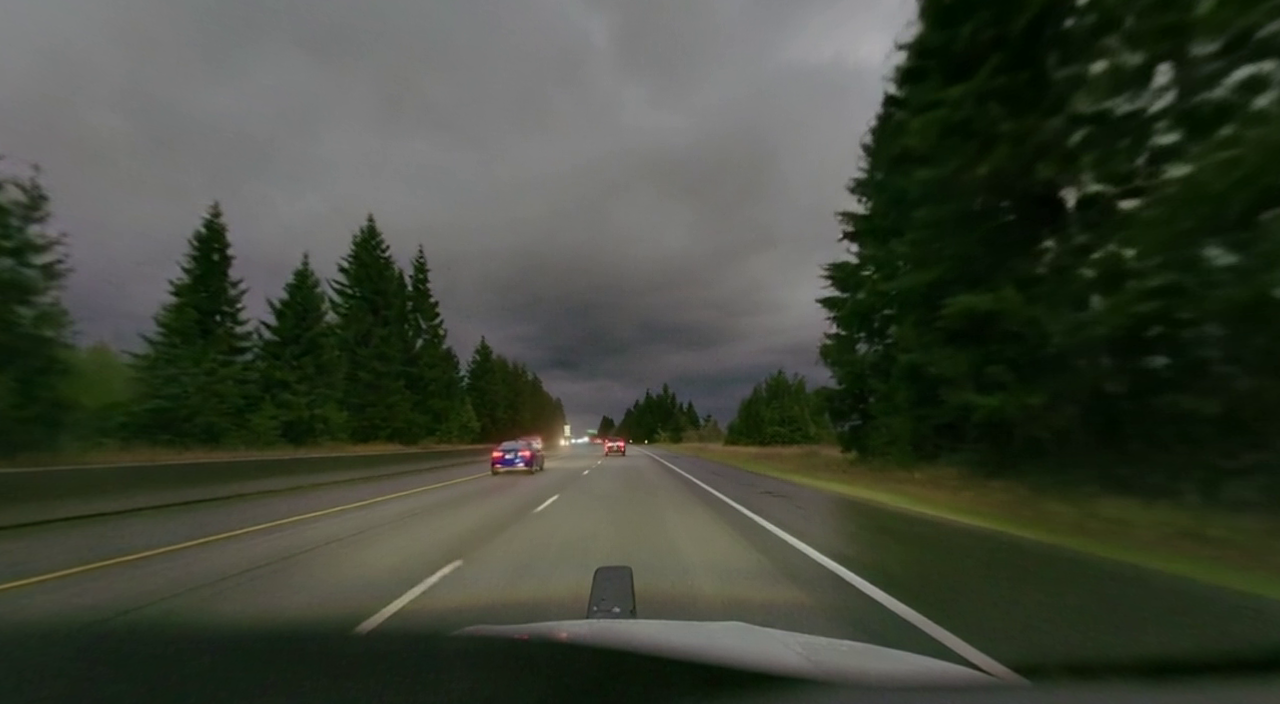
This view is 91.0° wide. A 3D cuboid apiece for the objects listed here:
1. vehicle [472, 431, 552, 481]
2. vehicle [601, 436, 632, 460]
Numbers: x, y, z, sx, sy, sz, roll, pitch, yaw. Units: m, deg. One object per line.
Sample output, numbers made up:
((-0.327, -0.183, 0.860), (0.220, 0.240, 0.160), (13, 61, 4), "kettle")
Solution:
((-4.621, 3.819, 23.426), (2.111, 1.645, 4.382), (0, -8, 0), "vehicle")
((-1.689, 7.073, 46.546), (2.159, 1.670, 4.395), (0, -8, -1), "vehicle")
